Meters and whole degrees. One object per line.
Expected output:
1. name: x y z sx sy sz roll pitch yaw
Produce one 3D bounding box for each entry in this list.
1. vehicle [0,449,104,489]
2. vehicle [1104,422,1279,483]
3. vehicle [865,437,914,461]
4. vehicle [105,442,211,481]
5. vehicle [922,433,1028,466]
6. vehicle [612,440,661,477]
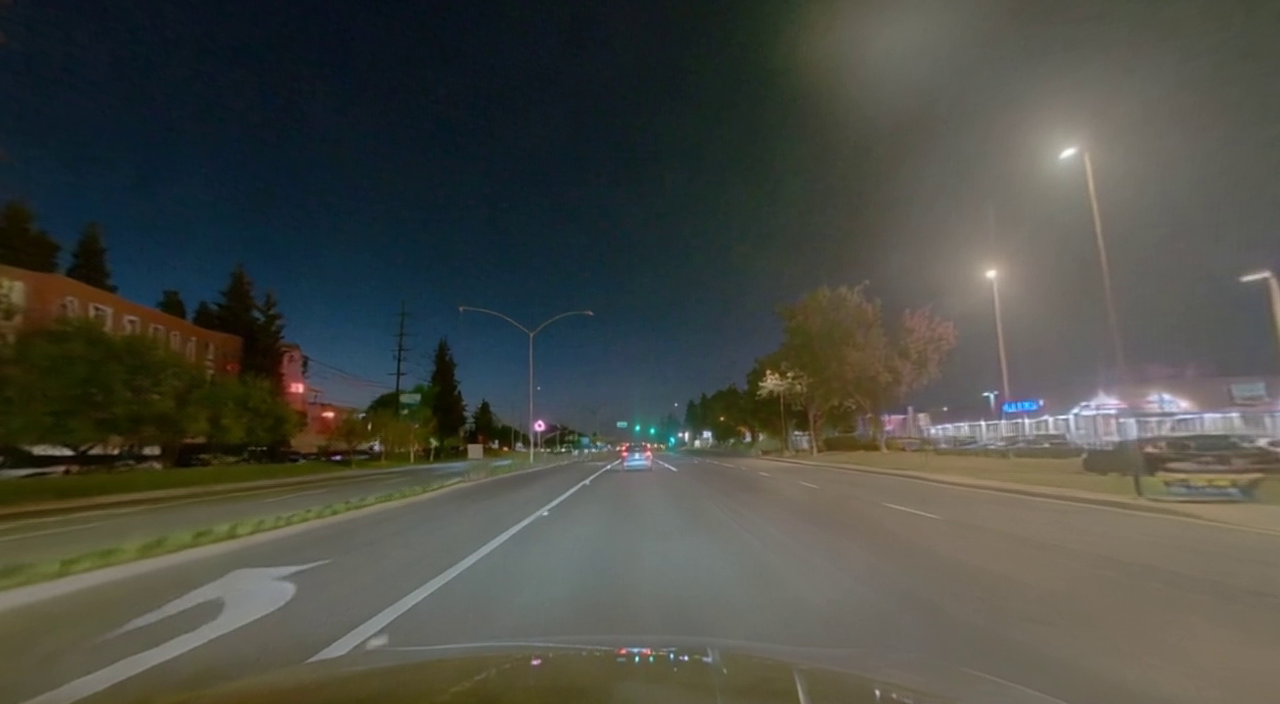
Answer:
1. vehicle: -26.812 5.115 27.749 4.444 1.630 2.287 -1 -8 6
2. vehicle: 17.927 3.138 19.712 5.083 1.778 2.063 0 -9 1
3. vehicle: 18.950 7.405 48.088 1.894 1.706 4.583 0 -9 1
4. vehicle: -26.987 6.146 35.356 4.087 1.755 2.304 -5 -9 1
5. vehicle: 17.040 4.961 32.149 4.224 1.614 2.028 0 -9 -1
6. vehicle: -0.188 4.567 27.213 1.998 1.452 3.773 0 -8 -1
